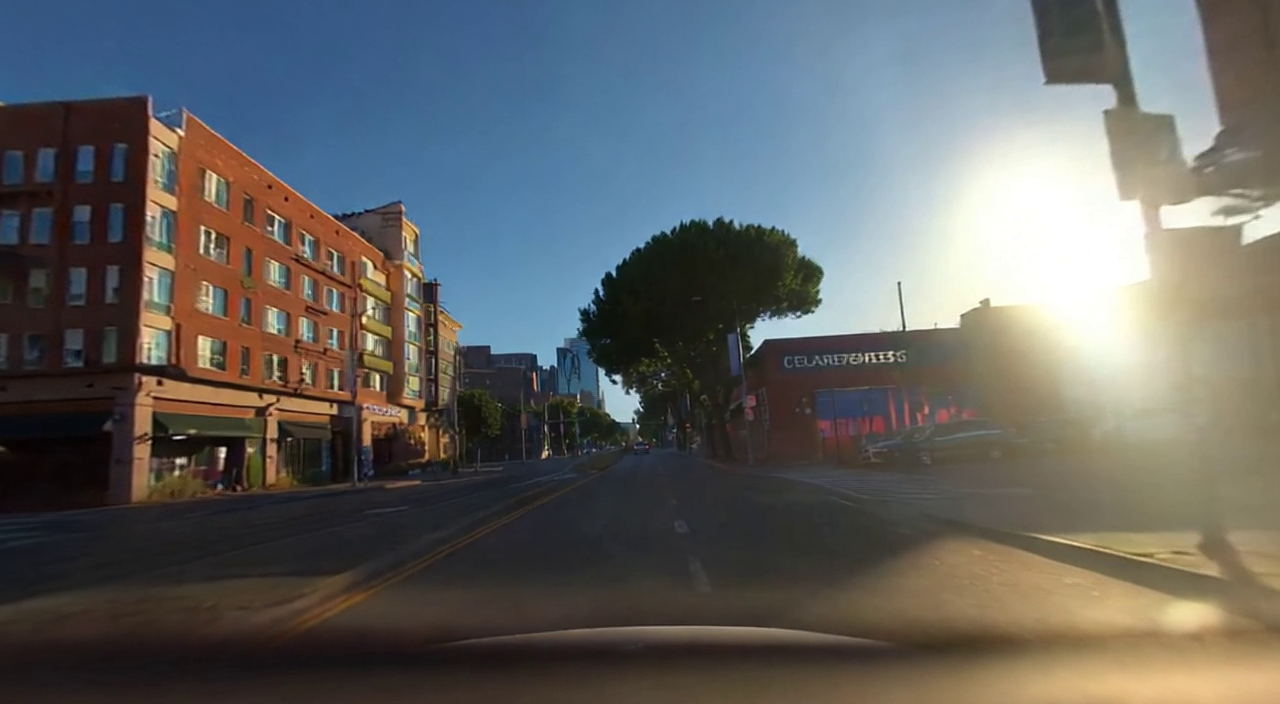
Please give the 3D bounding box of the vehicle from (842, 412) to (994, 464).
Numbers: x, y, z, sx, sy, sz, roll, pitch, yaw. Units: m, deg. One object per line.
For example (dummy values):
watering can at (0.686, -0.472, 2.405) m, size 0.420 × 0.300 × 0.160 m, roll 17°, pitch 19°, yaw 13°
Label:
vehicle at (10.201, 3.236, 23.592) m, size 4.694 × 1.826 × 2.226 m, roll -2°, pitch -9°, yaw 10°
